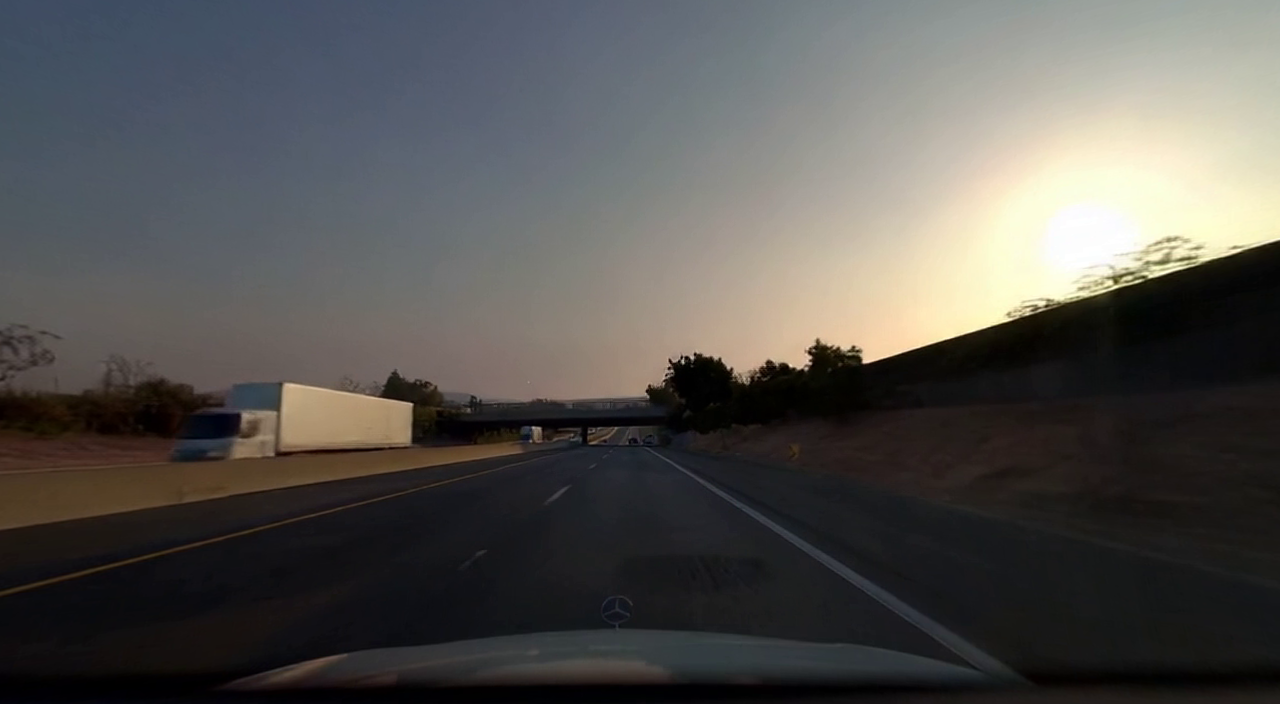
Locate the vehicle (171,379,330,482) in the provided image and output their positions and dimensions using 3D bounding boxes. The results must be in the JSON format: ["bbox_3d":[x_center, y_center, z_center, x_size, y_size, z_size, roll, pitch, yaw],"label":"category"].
[{"bbox_3d":[-16.511,3.412,27.376,2.983,3.932,6.093,0,-8,-1],"label":"vehicle"}]
